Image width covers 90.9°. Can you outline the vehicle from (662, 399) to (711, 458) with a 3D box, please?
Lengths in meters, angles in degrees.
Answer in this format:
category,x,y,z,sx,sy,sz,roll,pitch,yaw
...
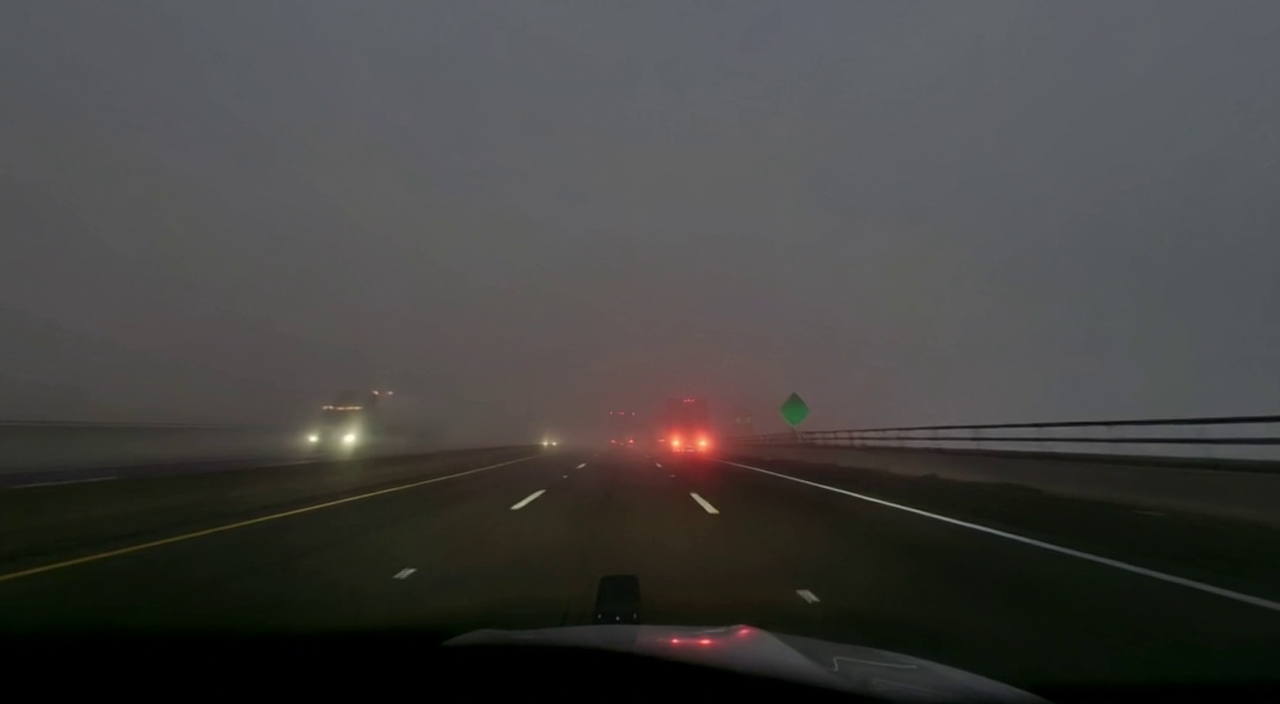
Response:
category,x,y,z,sx,sy,sz,roll,pitch,yaw
vehicle,3.300,5.786,47.224,2.873,3.998,8.286,0,-8,-1
